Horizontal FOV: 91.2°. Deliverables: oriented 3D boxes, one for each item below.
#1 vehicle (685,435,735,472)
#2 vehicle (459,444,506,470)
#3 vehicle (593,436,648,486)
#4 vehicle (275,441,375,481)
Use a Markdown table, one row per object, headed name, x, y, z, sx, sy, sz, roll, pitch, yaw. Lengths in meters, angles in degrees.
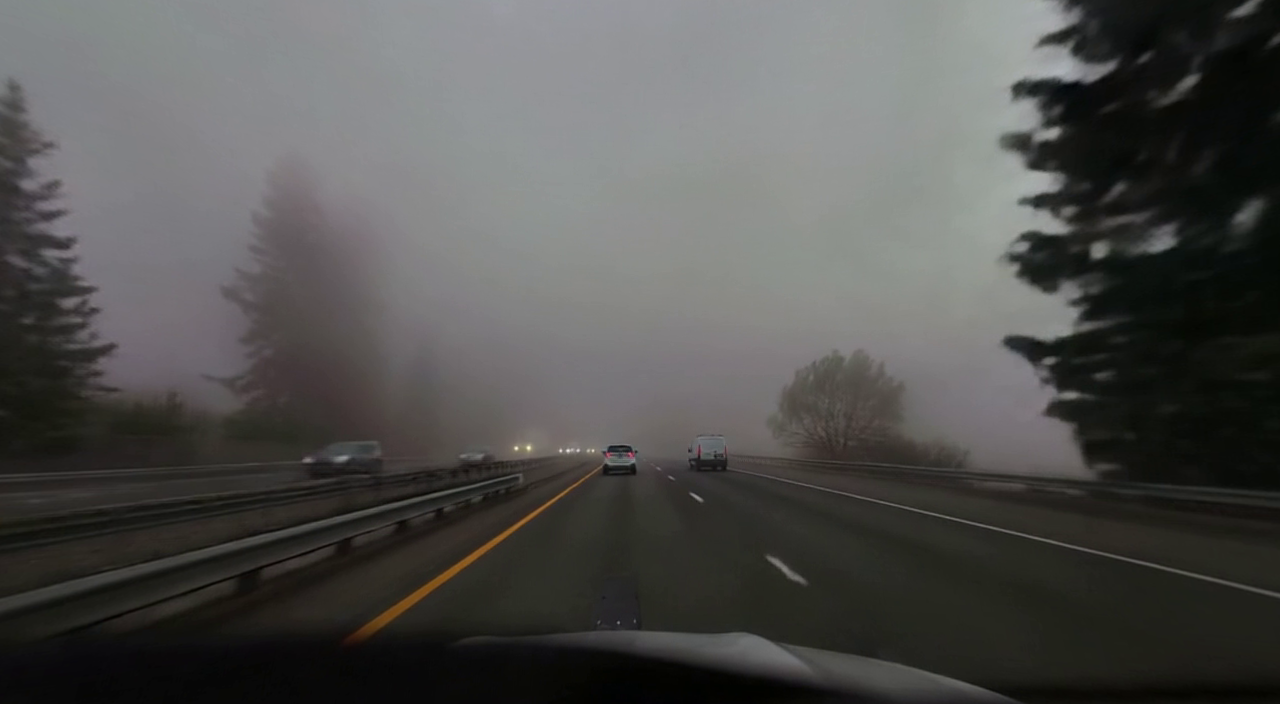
| name | x | y | z | sx | sy | sz | roll | pitch | yaw |
| --- | --- | --- | --- | --- | --- | --- | --- | --- | --- |
| vehicle | 3.832 | 5.667 | 35.213 | 2.179 | 1.930 | 4.538 | 0 | -9 | -1 |
| vehicle | -9.675 | 6.458 | 38.731 | 1.876 | 1.507 | 4.031 | 0 | -9 | -1 |
| vehicle | -0.719 | 4.180 | 24.317 | 1.963 | 1.711 | 4.284 | 0 | -9 | -1 |
| vehicle | -13.679 | 4.740 | 27.597 | 1.932 | 1.561 | 4.735 | 0 | -9 | 0 |
